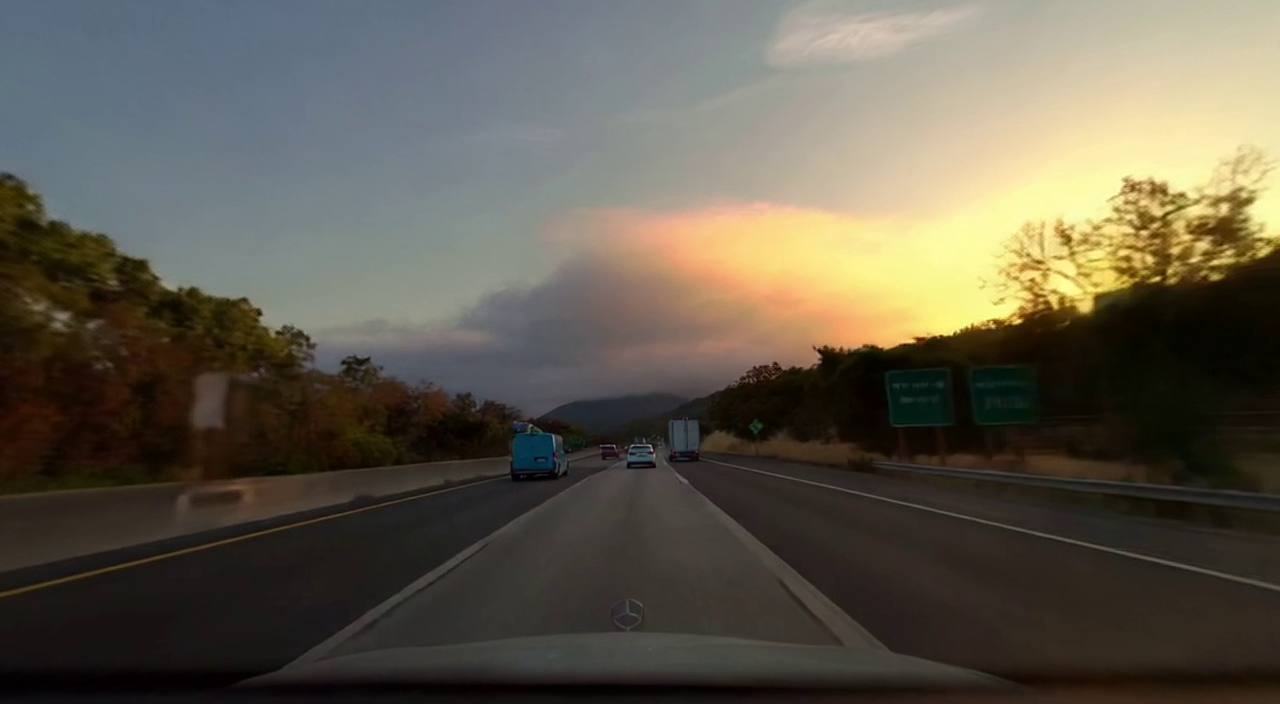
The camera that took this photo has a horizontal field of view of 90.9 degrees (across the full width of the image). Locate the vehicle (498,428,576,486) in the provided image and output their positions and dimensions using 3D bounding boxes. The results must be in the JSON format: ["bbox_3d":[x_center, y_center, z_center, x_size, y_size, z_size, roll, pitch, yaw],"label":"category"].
[{"bbox_3d":[-3.885,4.087,24.725,2.167,1.991,5.062,0,-9,0],"label":"vehicle"}]

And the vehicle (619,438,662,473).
[{"bbox_3d":[0.039,5.687,34.729,2.209,1.825,4.036,0,-9,0],"label":"vehicle"}]
